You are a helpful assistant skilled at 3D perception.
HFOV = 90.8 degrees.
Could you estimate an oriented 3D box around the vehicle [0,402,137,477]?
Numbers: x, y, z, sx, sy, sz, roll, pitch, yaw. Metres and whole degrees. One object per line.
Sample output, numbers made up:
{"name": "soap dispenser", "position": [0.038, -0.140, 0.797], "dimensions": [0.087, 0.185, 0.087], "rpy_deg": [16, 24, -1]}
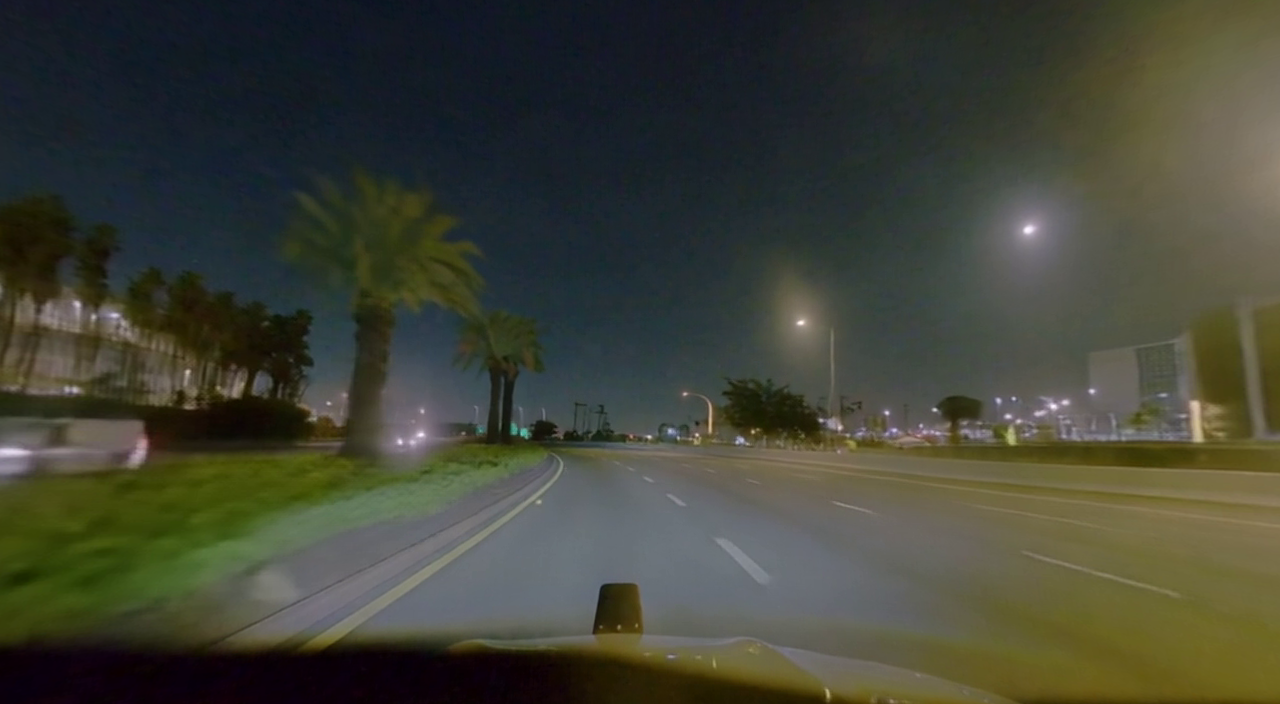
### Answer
{"name": "vehicle", "position": [-15.828, 2.291, 16.319], "dimensions": [2.061, 1.699, 4.606], "rpy_deg": [0, -9, -4]}
